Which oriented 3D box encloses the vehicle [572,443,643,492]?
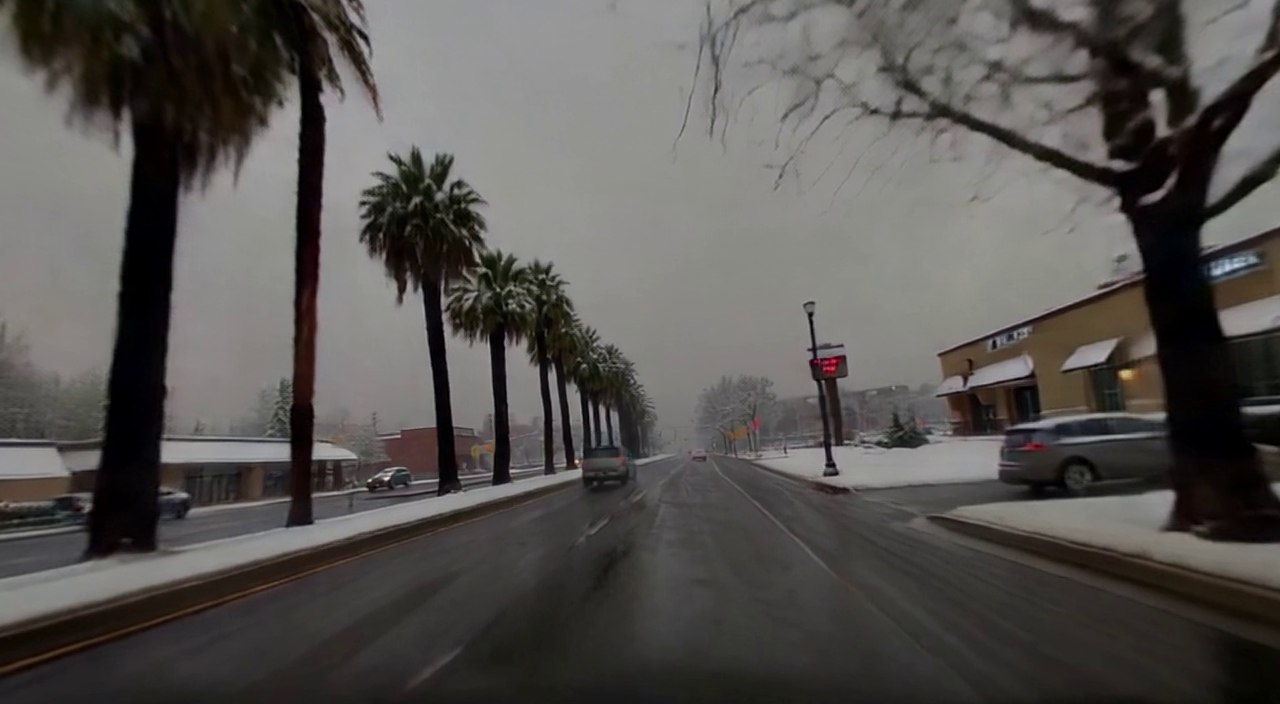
[{"bbox_3d":[-1.174,4.533,25.166,2.147,1.745,4.648,-1,-9,5],"label":"vehicle"}]

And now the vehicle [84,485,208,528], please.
[{"bbox_3d":[-22.673,7.087,29.280,1.929,1.552,4.488,-1,-9,3],"label":"vehicle"}]

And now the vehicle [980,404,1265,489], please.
[{"bbox_3d":[10.696,2.175,14.447,4.577,1.750,2.115,-2,-9,8],"label":"vehicle"}]

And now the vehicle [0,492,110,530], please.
[{"bbox_3d":[-33.269,8.963,35.702,4.710,1.897,2.146,-1,-9,3],"label":"vehicle"}]
